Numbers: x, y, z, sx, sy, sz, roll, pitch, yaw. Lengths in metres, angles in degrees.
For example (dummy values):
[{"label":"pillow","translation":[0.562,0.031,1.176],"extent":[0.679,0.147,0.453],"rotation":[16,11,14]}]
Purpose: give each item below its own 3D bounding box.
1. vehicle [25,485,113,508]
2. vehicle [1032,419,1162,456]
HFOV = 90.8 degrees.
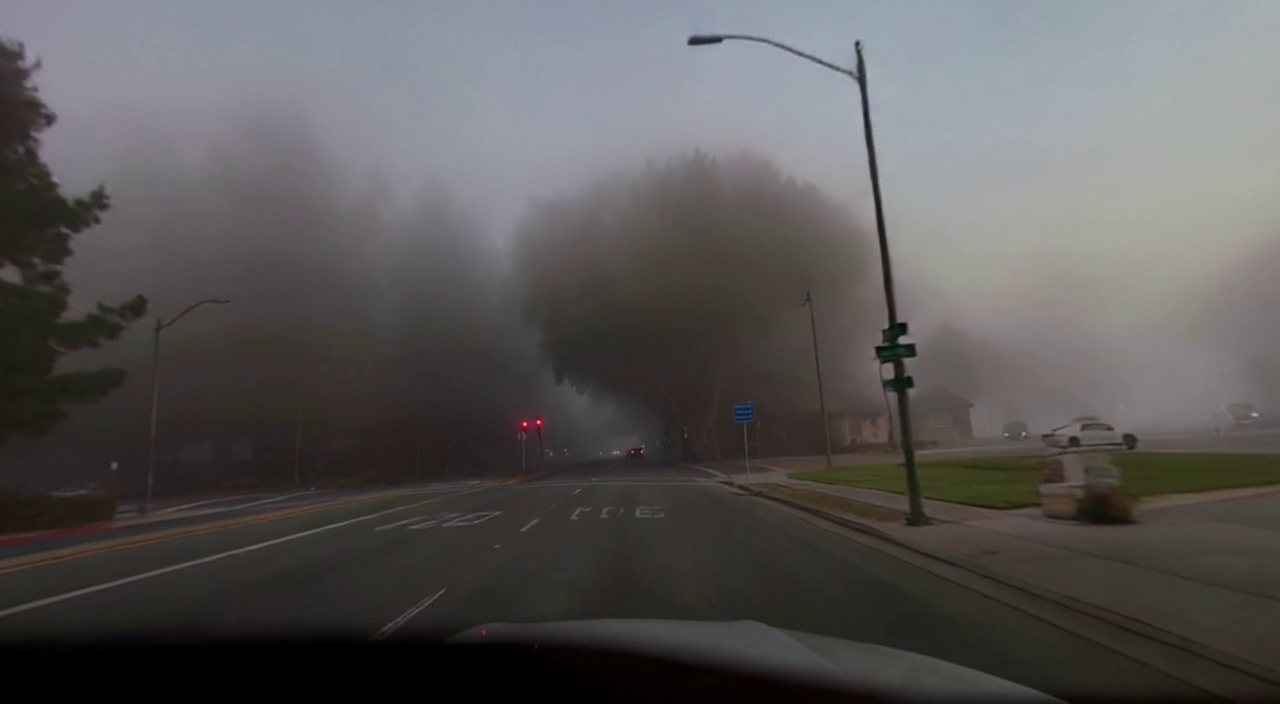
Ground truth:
[{"label":"vehicle","translation":[-40.495,10.227,44.860],"extent":[4.173,1.452,1.908],"rotation":[1,-9,-7]},{"label":"vehicle","translation":[23.304,4.394,32.396],"extent":[4.902,1.519,2.182],"rotation":[-3,-8,0]}]
